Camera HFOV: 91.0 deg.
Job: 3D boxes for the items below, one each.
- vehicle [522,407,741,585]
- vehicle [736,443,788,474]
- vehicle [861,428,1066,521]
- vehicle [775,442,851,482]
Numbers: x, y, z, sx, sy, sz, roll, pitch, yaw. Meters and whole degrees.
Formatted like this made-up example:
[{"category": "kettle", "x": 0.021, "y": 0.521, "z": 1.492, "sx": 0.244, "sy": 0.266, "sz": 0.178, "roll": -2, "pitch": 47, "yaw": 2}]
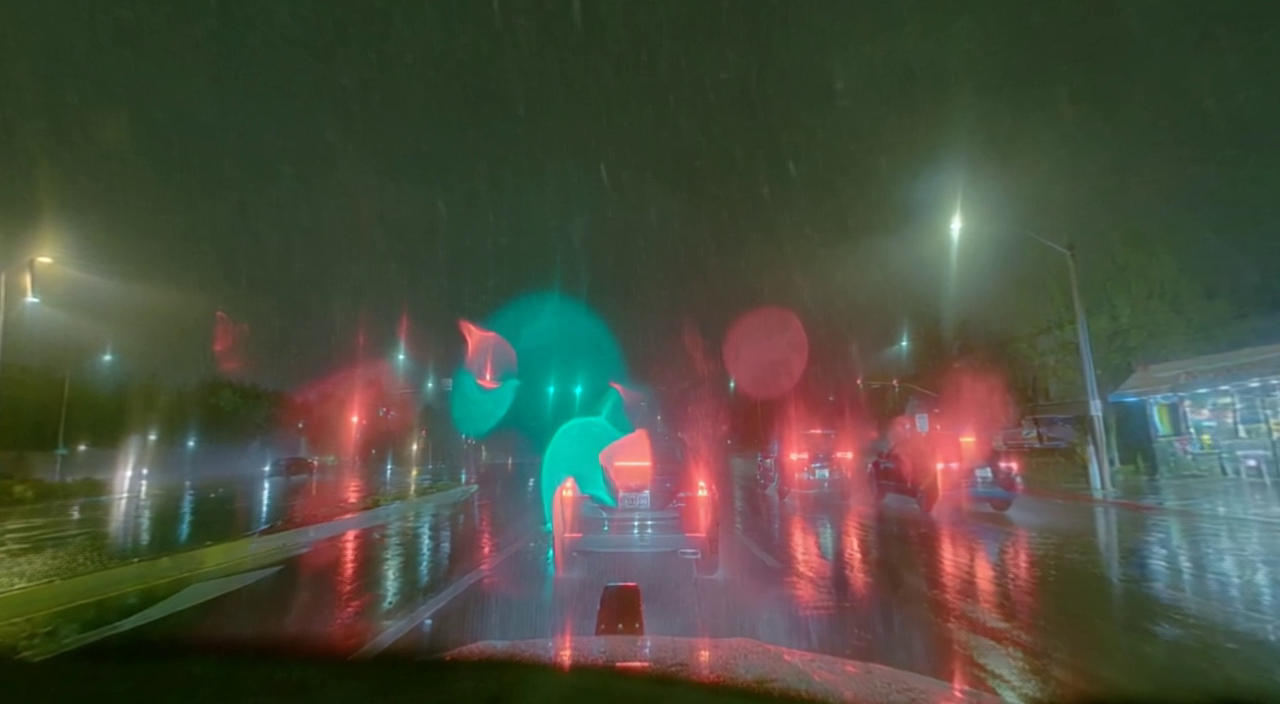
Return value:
[{"category": "vehicle", "x": -0.065, "y": 1.688, "z": 8.114, "sx": 2.115, "sy": 1.700, "sz": 3.901, "roll": 0, "pitch": -8, "yaw": 1}, {"category": "vehicle", "x": 6.254, "y": 5.455, "z": 32.631, "sx": 1.961, "sy": 1.477, "sz": 4.454, "roll": 0, "pitch": -9, "yaw": 2}, {"category": "vehicle", "x": 6.679, "y": 2.566, "z": 13.752, "sx": 2.072, "sy": 1.652, "sz": 4.611, "roll": 0, "pitch": -8, "yaw": 1}, {"category": "vehicle", "x": 6.844, "y": 4.398, "z": 25.415, "sx": 1.833, "sy": 1.452, "sz": 4.237, "roll": 0, "pitch": -8, "yaw": -1}]
